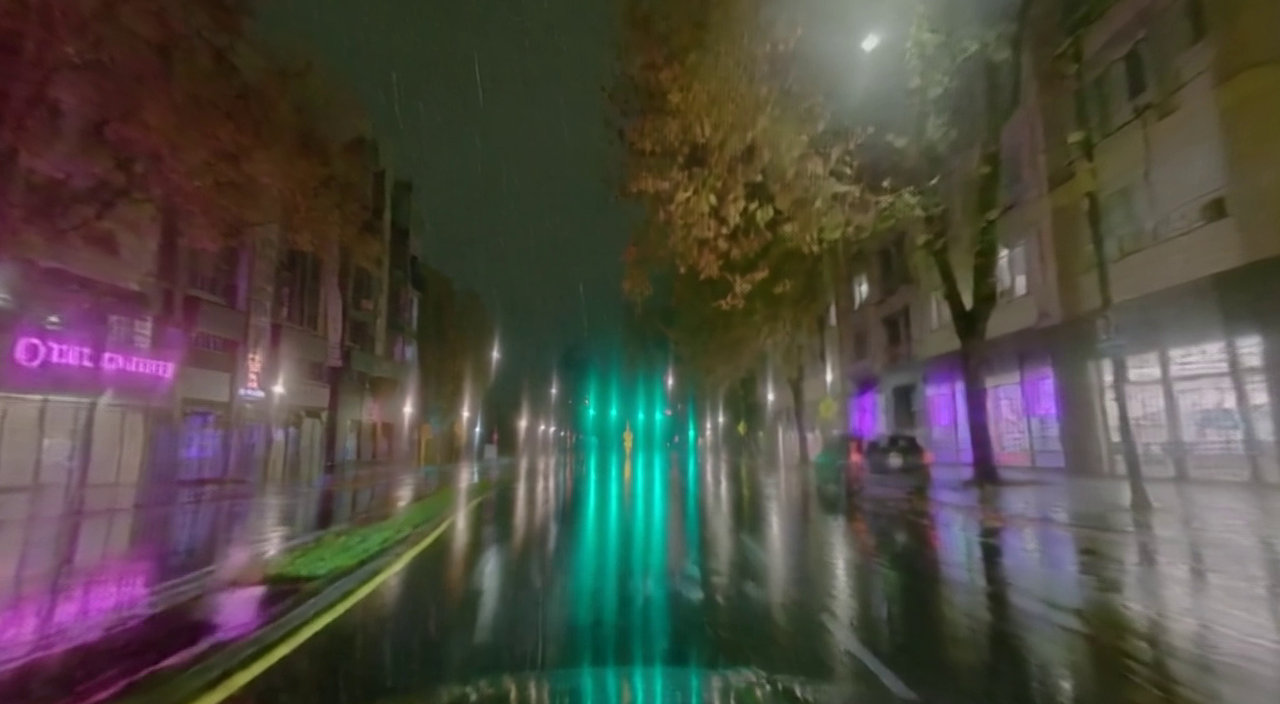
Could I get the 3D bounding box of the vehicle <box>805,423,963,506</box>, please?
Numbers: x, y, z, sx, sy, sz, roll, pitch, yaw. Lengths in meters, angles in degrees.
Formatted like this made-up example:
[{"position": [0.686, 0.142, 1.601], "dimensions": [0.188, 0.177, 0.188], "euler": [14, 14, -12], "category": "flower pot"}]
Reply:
[{"position": [6.260, 2.962, 17.008], "dimensions": [2.112, 1.894, 4.910], "euler": [1, -8, -2], "category": "vehicle"}]
